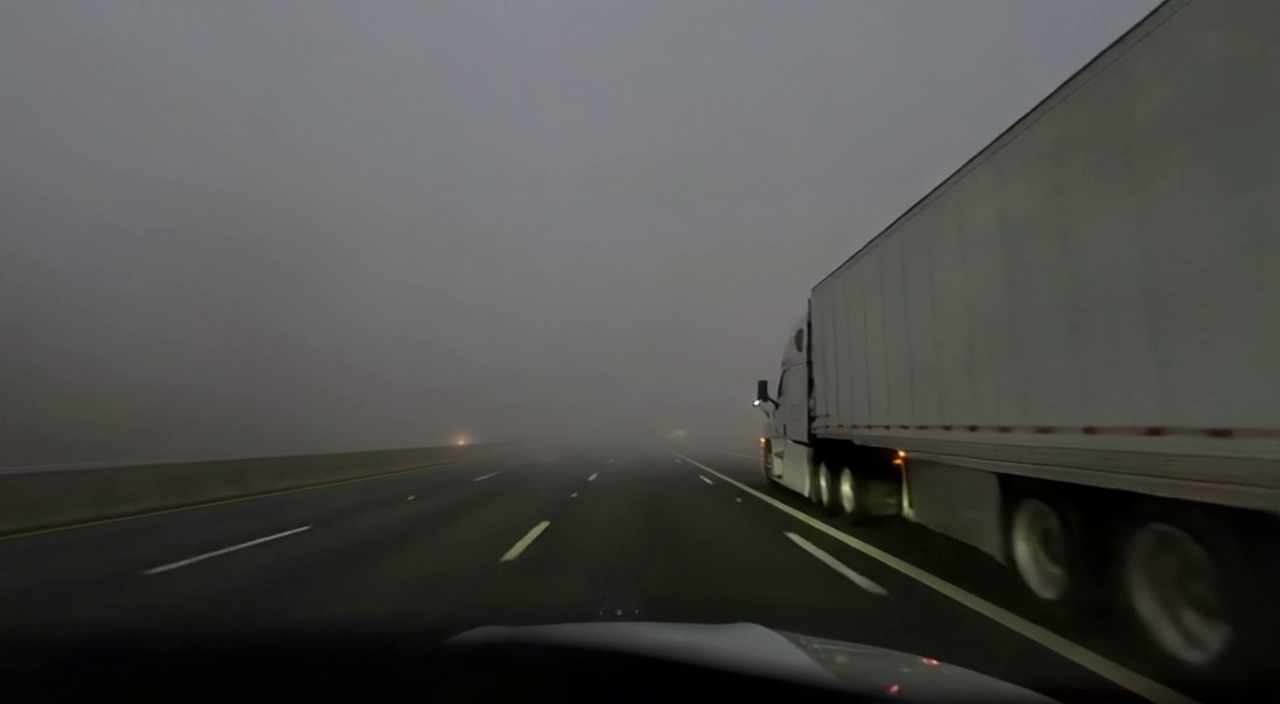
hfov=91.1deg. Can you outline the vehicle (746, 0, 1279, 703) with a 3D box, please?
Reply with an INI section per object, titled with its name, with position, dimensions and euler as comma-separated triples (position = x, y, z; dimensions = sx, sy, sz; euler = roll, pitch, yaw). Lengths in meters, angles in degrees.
[vehicle]
position = 3.941, 0.352, 7.393
dimensions = 3.446, 3.698, 12.089
euler = 0, -8, 1
